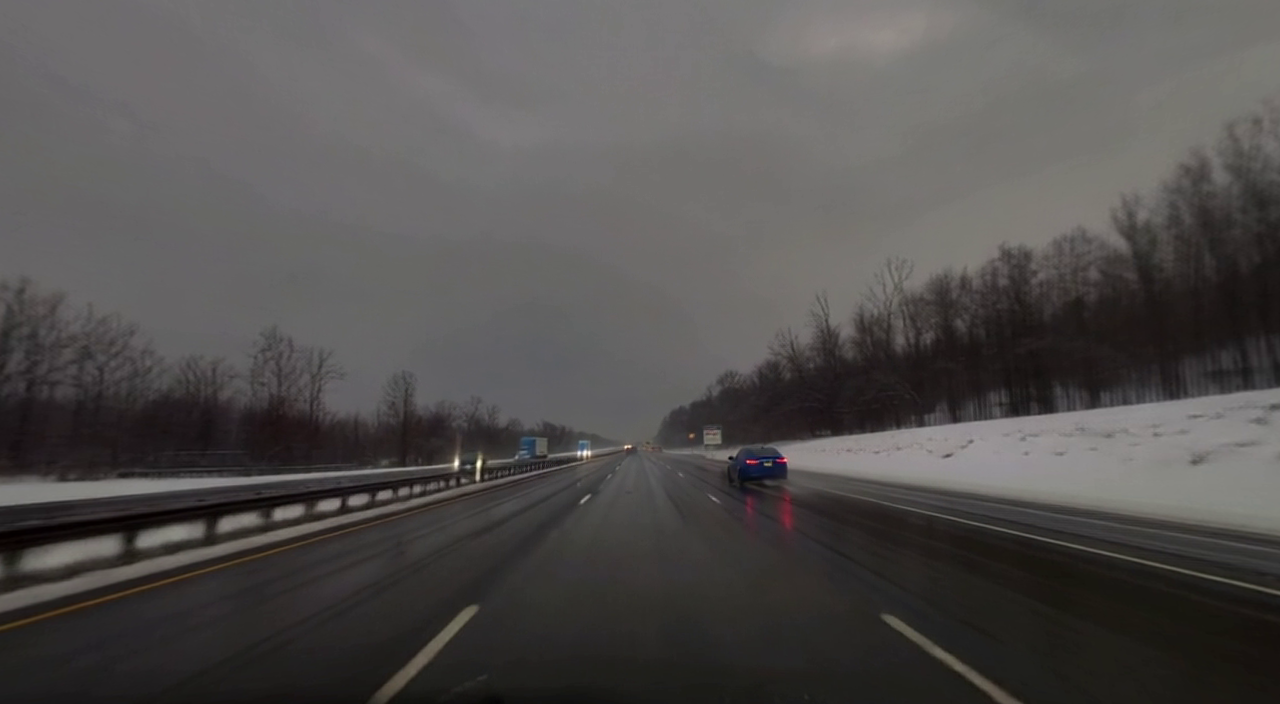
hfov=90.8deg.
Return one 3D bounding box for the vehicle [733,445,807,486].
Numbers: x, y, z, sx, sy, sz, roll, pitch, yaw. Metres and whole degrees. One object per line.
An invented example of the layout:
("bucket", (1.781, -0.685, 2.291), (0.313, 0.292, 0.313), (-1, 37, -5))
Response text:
("vehicle", (4.966, 4.385, 24.682), (1.967, 1.472, 3.751), (0, -9, -2))
